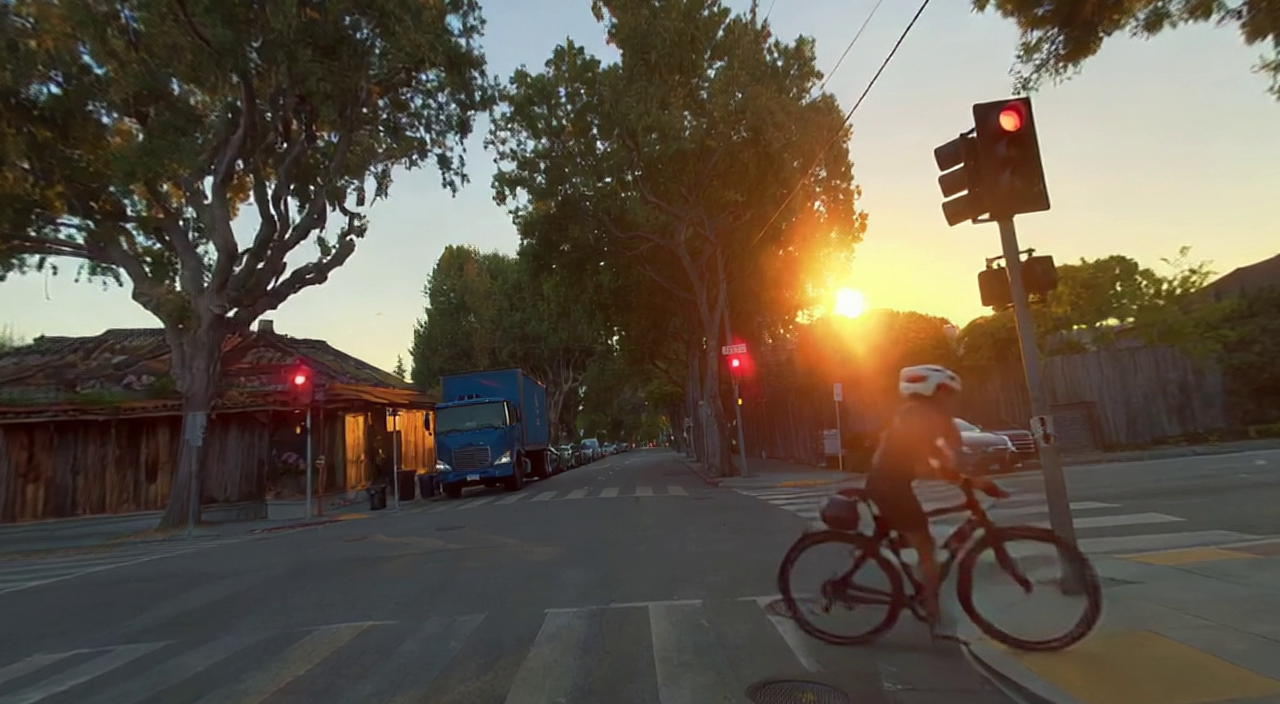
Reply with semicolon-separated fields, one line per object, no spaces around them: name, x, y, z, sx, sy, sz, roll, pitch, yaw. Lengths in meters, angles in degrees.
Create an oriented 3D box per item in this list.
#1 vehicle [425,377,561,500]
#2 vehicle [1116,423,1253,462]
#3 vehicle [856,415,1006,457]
vehicle;-5.820;3.743;27.156;3.113;4.041;10.284;-4;-8;1
vehicle;24.955;4.158;29.019;4.268;1.695;2.053;0;-8;3
vehicle;10.684;3.134;23.424;4.643;1.456;1.820;-1;-8;5
